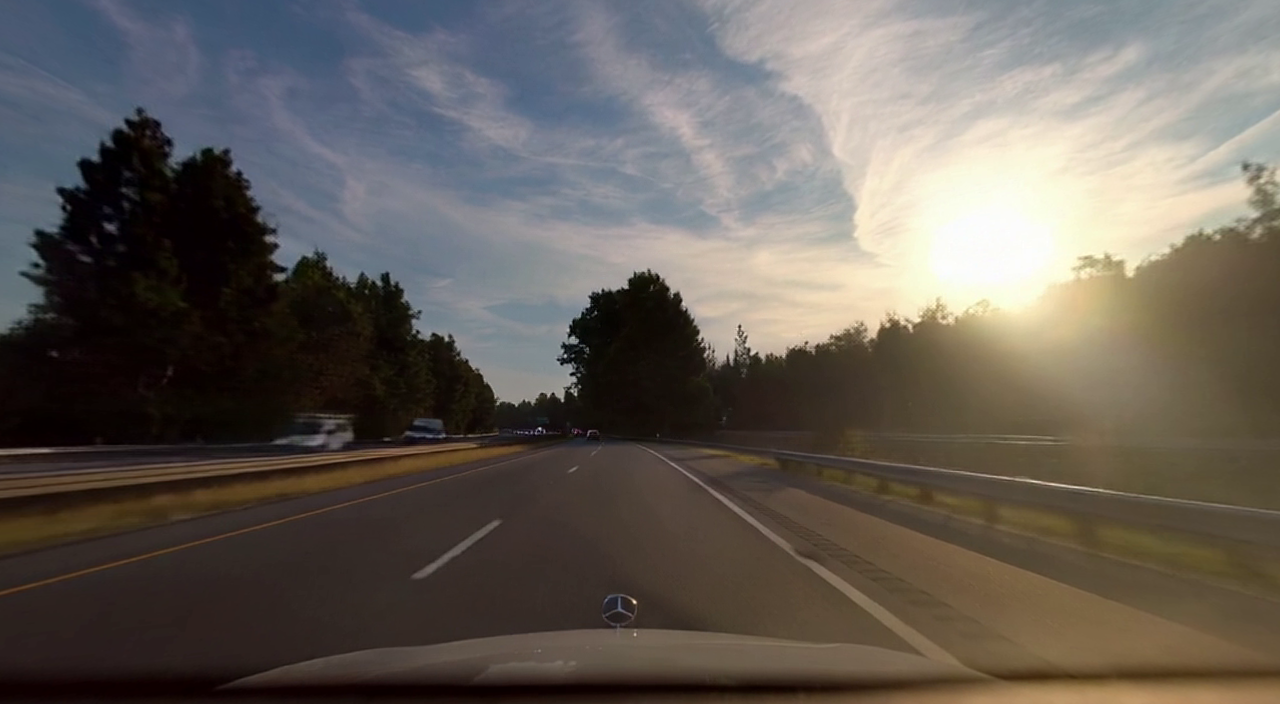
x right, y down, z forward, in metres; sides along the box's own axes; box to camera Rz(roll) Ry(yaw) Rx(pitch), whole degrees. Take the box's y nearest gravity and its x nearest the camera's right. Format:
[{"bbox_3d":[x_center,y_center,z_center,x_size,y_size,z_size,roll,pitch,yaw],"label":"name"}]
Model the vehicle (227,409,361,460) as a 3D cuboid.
[{"bbox_3d":[-13.318,3.257,24.736,2.190,1.752,5.545,0,-8,-1],"label":"vehicle"}]
